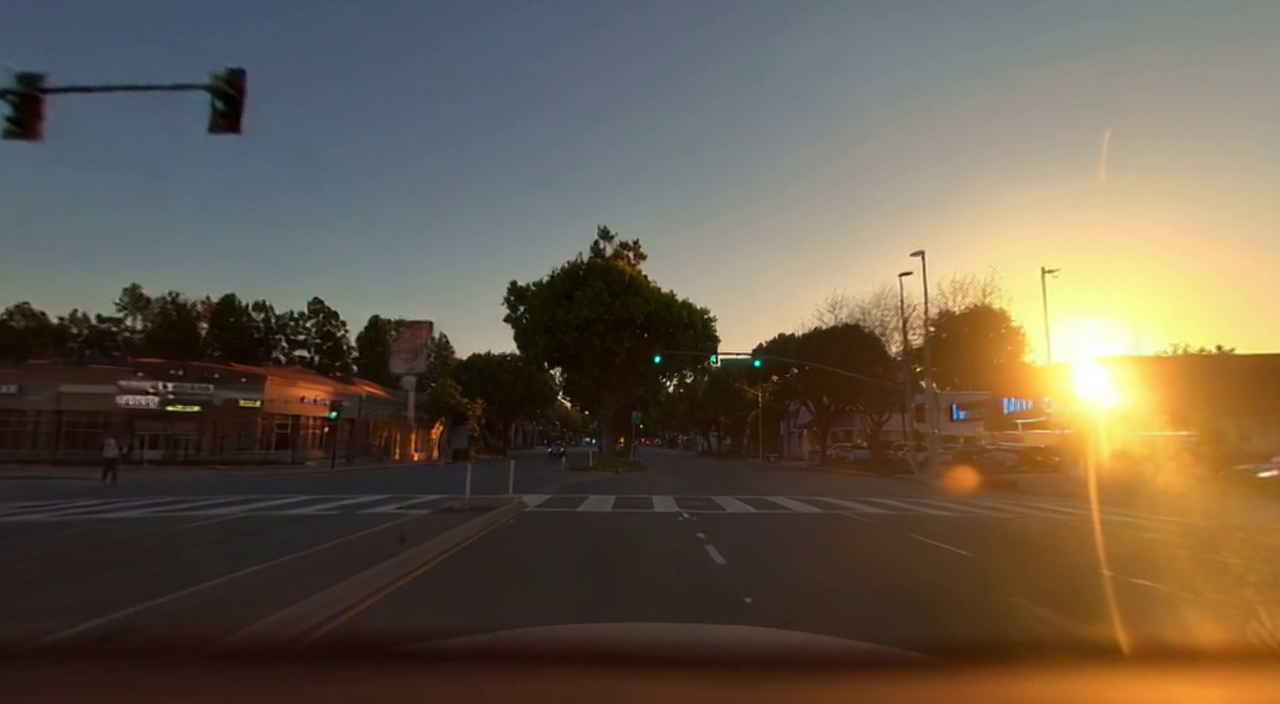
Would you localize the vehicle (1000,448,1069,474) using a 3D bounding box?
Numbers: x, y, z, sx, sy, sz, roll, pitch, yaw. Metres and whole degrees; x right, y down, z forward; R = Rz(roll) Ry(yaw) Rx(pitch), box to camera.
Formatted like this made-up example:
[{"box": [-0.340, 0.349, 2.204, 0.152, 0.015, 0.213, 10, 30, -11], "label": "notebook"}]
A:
[{"box": [27.396, 7.560, 44.092, 1.929, 1.613, 4.530, 0, -8, 1], "label": "vehicle"}]
